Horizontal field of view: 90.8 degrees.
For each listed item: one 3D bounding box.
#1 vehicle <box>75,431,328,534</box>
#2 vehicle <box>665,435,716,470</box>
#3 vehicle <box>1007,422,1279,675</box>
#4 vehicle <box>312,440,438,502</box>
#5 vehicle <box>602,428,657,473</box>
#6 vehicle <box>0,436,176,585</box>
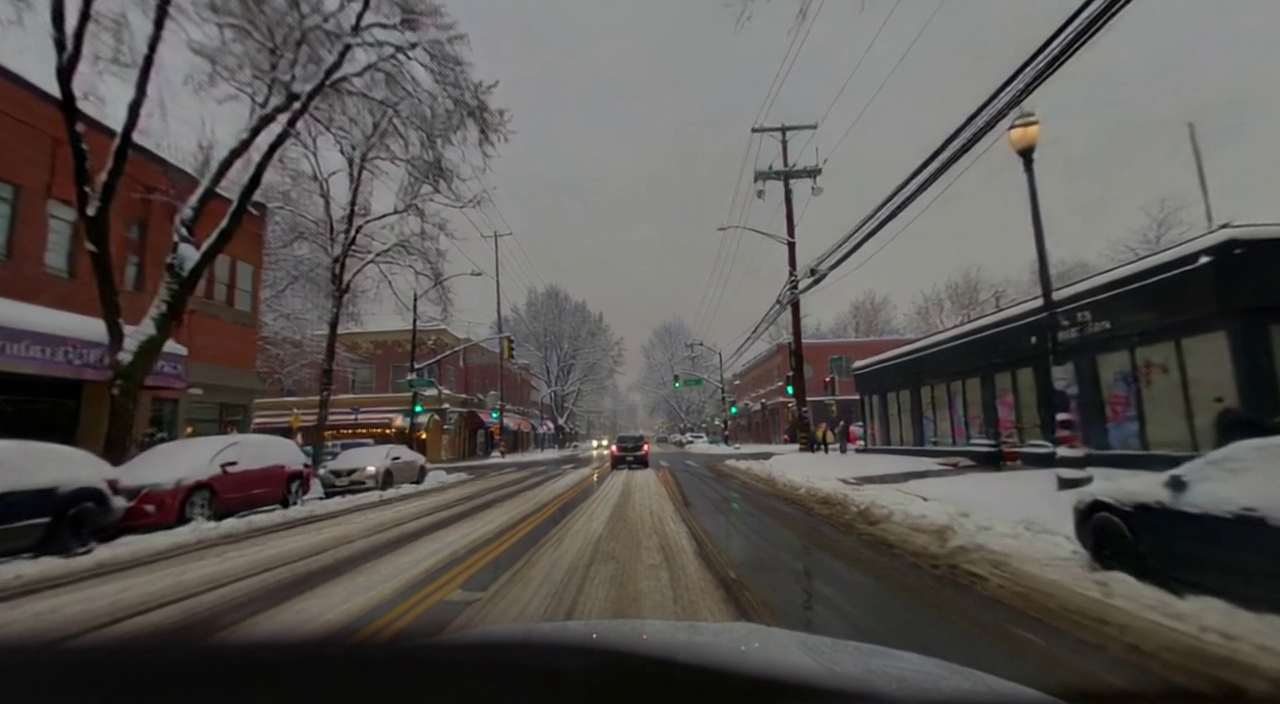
[{"bbox_3d":[-9.692,2.907,14.781,1.980,1.931,5.487,0,-9,-1],"label":"vehicle"},{"bbox_3d":[2.350,4.841,30.634,1.998,1.580,4.015,0,-9,-2],"label":"vehicle"},{"bbox_3d":[5.502,1.332,4.318,2.266,1.705,5.998,0,-8,-1],"label":"vehicle"},{"bbox_3d":[-9.668,4.385,23.770,2.048,1.985,6.011,0,-9,0],"label":"vehicle"},{"bbox_3d":[-0.475,4.470,28.814,2.301,1.854,4.919,0,-9,-1],"label":"vehicle"},{"bbox_3d":[-9.341,2.037,8.162,2.305,1.883,5.580,0,-10,2],"label":"vehicle"}]
